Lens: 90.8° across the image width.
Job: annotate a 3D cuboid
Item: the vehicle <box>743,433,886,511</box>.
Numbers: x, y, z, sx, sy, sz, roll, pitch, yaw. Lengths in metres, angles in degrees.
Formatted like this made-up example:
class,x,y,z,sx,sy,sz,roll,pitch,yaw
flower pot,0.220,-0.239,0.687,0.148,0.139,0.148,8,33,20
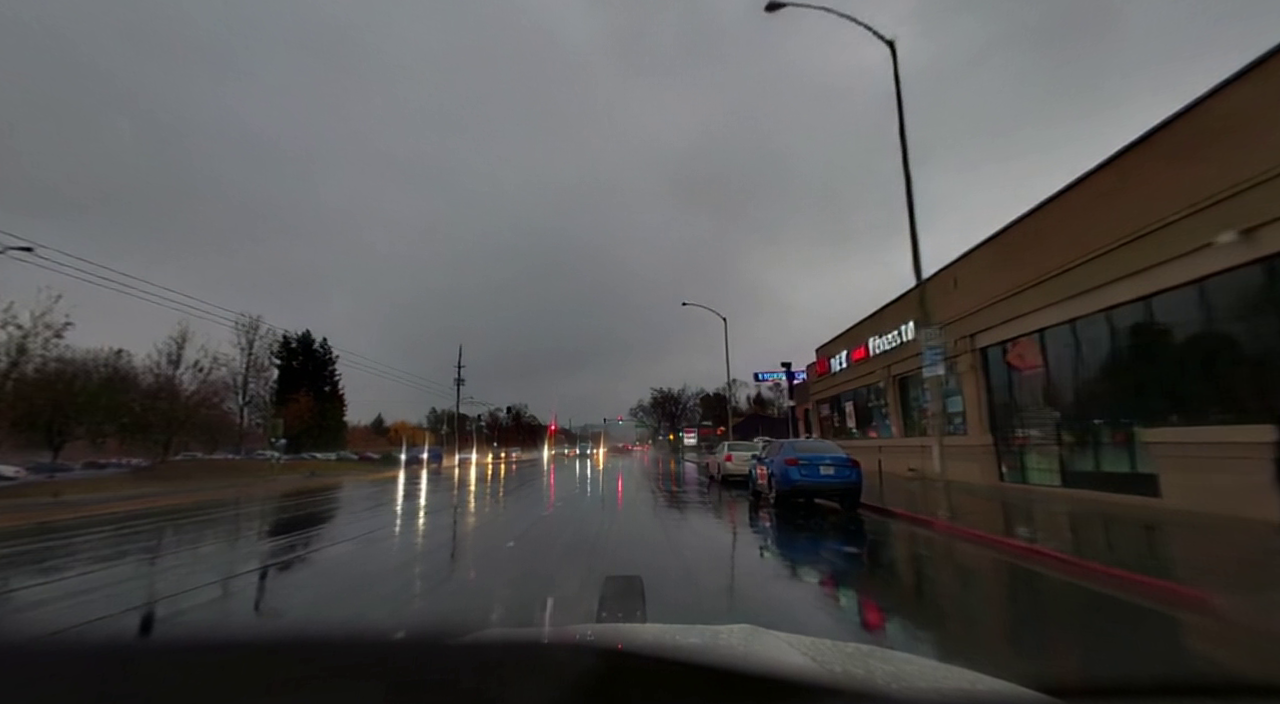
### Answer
class,x,y,z,sx,sy,sz,roll,pitch,yaw
vehicle,3.804,2.718,14.800,1.922,1.507,4.824,0,-9,-1

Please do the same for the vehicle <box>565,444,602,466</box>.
class,x,y,z,sx,sy,sz,roll,pitch,yaw
vehicle,-3.869,7.190,44.250,2.179,1.490,4.742,0,-9,0
